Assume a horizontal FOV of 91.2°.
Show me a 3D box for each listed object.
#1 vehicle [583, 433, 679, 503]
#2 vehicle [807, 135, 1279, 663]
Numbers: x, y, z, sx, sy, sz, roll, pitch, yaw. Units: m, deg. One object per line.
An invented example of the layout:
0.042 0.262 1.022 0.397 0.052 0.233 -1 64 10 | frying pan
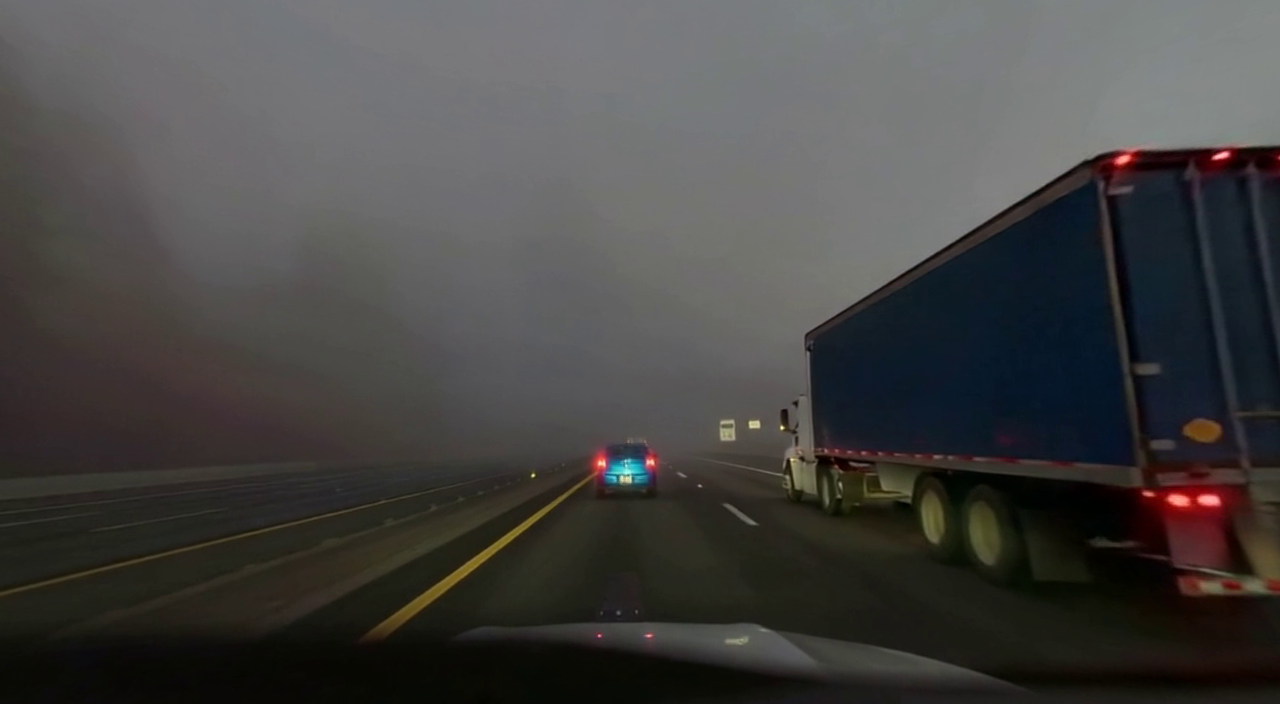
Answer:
-0.215 2.807 15.501 2.066 1.490 3.759 0 -9 -1 | vehicle
4.433 0.713 7.352 2.791 3.201 7.145 0 -9 -1 | vehicle
